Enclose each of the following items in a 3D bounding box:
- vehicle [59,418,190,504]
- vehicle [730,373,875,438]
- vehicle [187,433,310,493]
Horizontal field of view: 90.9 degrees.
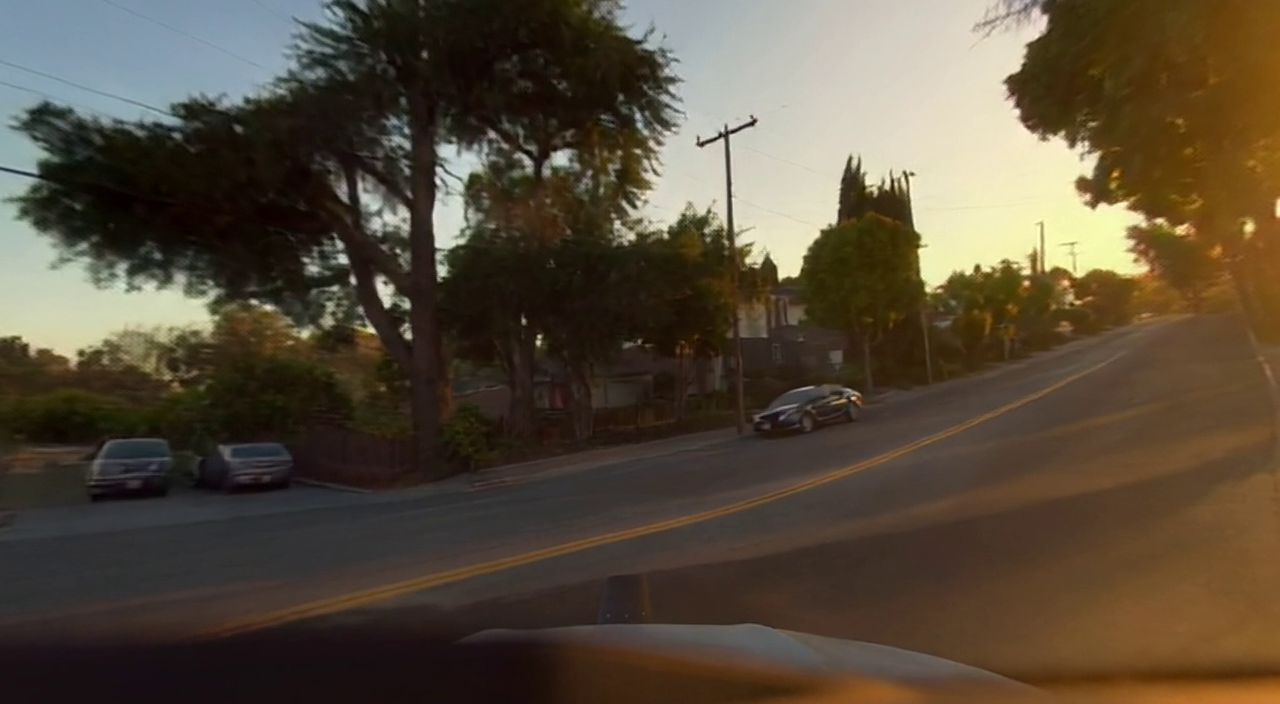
[{"bbox_3d":[-15.597,3.213,18.936,2.413,1.838,4.977,13,-9,-43],"label":"vehicle"},{"bbox_3d":[5.479,1.698,20.751,5.289,1.595,2.032,-1,-6,-45],"label":"vehicle"},{"bbox_3d":[-13.074,3.606,20.894,5.118,1.728,2.216,-8,-12,44],"label":"vehicle"}]
